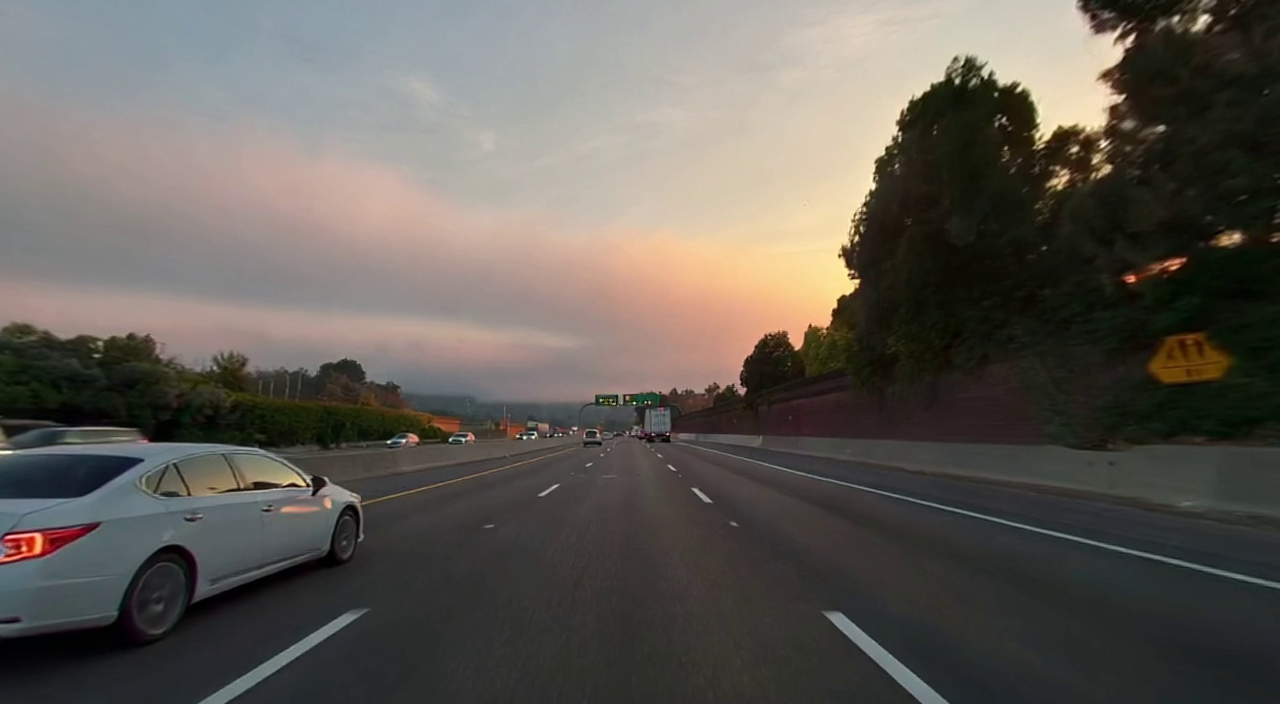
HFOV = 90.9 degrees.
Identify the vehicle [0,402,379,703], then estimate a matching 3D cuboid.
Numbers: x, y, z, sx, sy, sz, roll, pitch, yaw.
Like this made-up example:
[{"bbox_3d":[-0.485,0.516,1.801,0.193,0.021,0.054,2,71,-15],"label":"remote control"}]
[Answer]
[{"bbox_3d":[-3.729,1.177,4.414,1.971,1.444,4.401,0,-8,-1],"label":"vehicle"}]
